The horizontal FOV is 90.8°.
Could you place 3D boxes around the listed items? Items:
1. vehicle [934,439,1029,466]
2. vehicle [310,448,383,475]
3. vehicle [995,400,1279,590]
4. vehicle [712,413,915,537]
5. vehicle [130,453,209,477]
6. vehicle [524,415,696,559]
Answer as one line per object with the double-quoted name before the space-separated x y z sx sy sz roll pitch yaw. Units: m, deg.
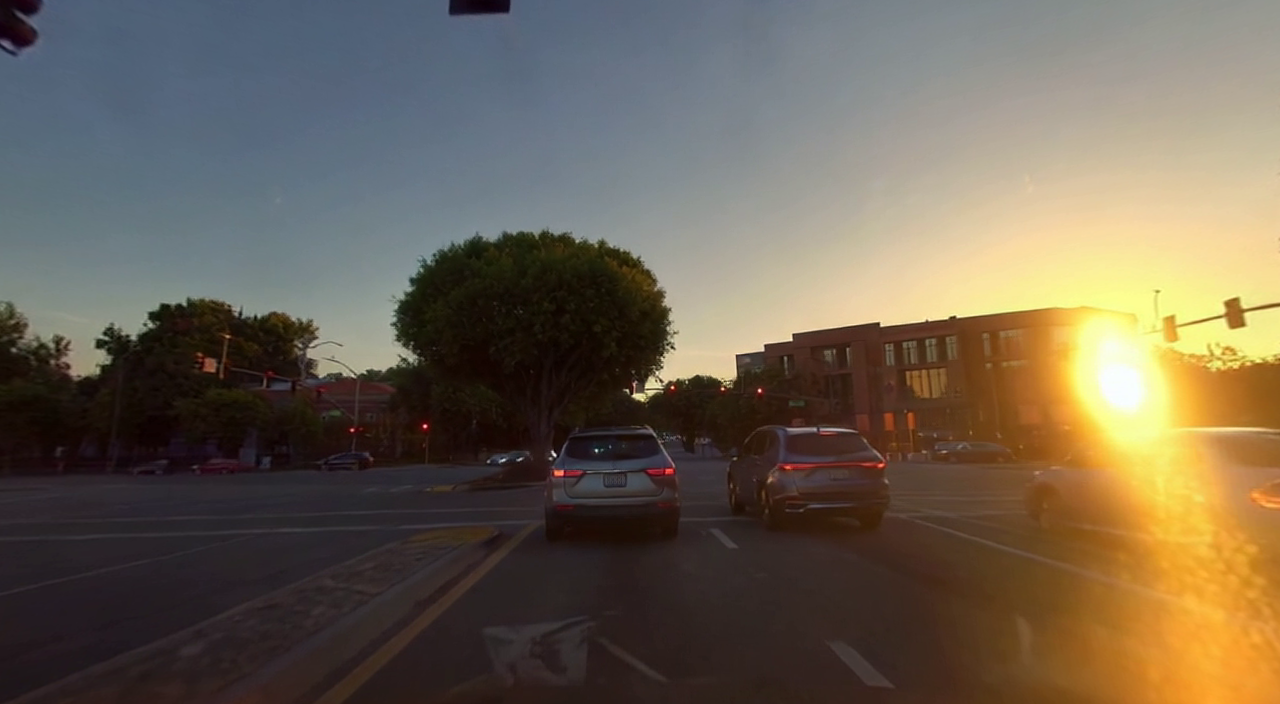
"vehicle" 25.816 7.622 47.909 5.895 1.921 2.150 0 -9 0
"vehicle" -19.779 7.367 42.556 4.318 1.712 2.188 -4 -10 26
"vehicle" 6.059 1.446 6.992 1.690 1.538 4.313 0 -9 -1
"vehicle" 2.801 2.132 11.506 2.228 1.798 4.370 0 -9 -3
"vehicle" -33.620 8.087 45.221 4.253 1.610 1.800 -1 -9 3
"vehicle" -0.435 1.915 9.659 2.039 1.698 4.144 0 -9 -2
